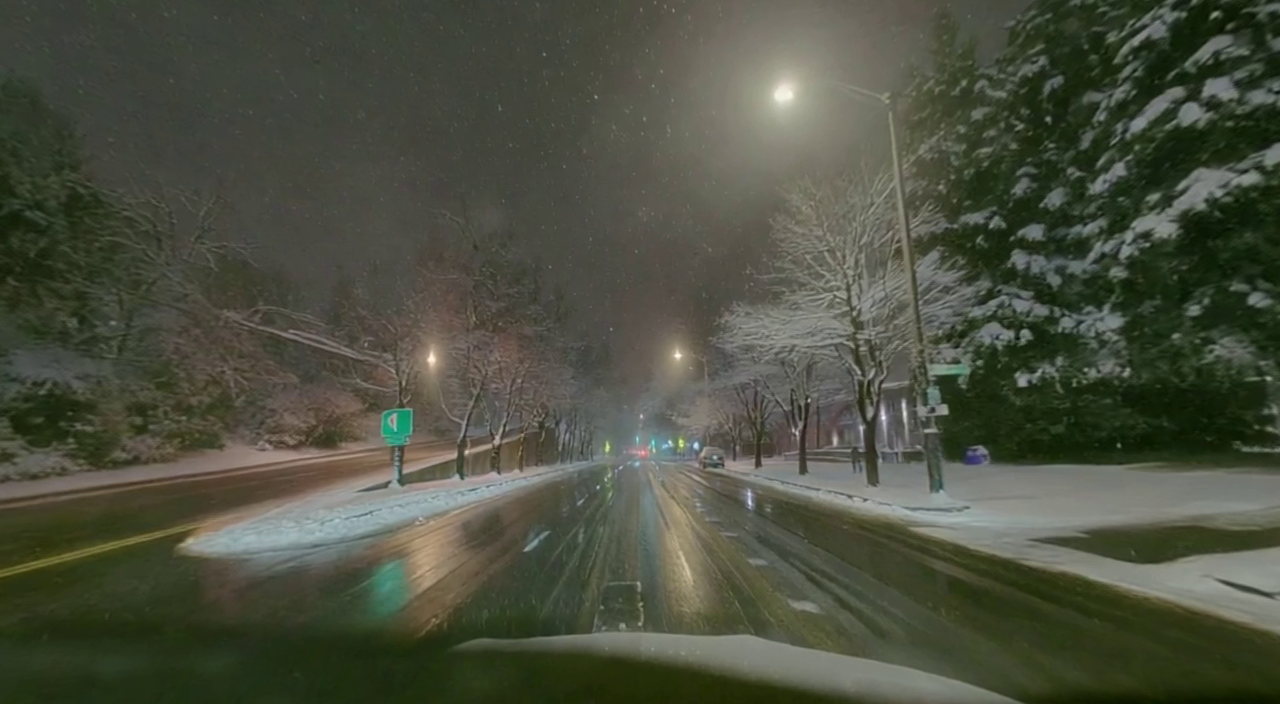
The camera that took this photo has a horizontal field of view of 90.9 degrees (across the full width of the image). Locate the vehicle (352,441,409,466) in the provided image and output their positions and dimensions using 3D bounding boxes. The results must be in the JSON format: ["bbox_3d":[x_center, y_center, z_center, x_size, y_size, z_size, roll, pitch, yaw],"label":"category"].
[{"bbox_3d":[-16.071,6.289,39.279,1.960,1.436,4.584,1,-8,-5],"label":"vehicle"}]
